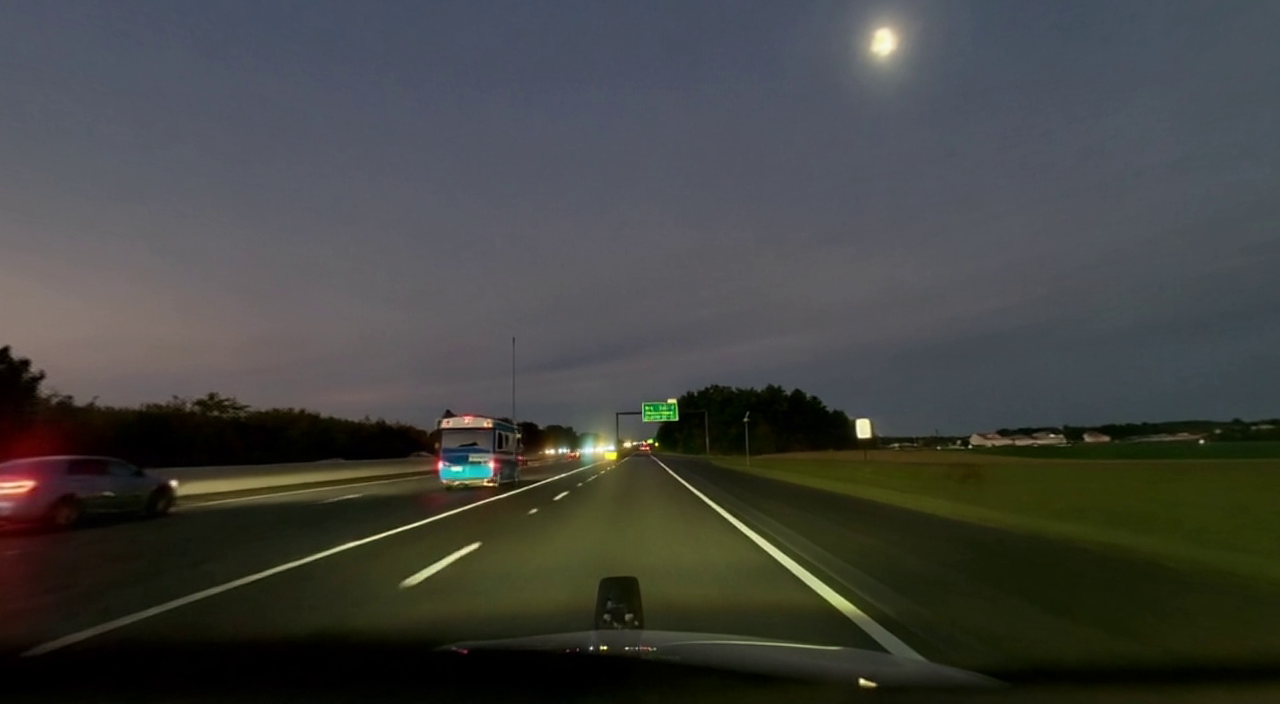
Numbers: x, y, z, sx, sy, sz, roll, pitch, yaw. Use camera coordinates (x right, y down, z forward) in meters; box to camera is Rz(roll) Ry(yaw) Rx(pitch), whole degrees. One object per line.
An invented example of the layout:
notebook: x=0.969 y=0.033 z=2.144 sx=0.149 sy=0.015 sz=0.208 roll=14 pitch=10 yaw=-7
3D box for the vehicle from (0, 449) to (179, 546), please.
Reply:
vehicle: x=-10.757 y=2.435 z=10.977 sx=1.922 sy=1.448 sz=4.638 roll=0 pitch=-9 yaw=0

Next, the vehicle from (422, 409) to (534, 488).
vehicle: x=-6.769 y=4.212 z=27.648 sx=2.747 sy=2.934 sz=7.411 roll=0 pitch=-9 yaw=2
